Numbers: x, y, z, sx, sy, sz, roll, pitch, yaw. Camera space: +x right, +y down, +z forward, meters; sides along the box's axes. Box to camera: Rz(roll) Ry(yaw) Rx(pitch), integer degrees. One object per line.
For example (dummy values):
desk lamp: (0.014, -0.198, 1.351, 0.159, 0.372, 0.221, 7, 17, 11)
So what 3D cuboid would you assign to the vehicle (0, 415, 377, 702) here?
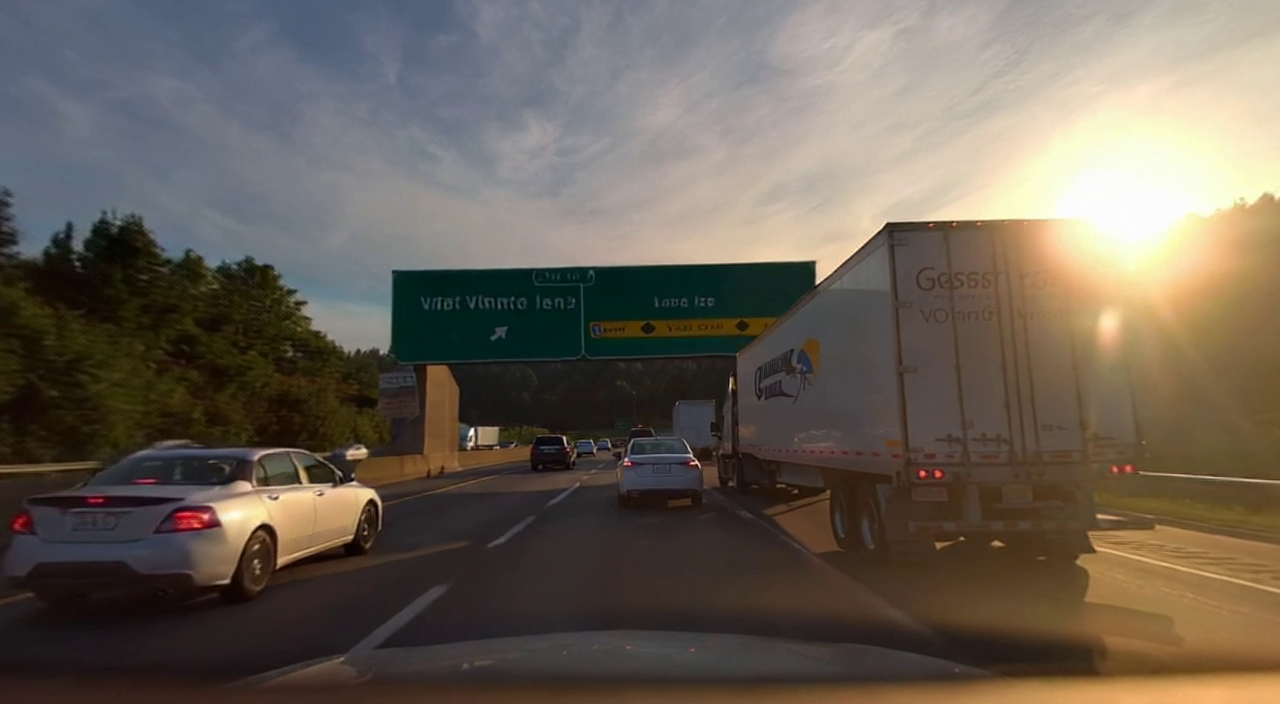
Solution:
vehicle: (-4.400, 1.398, 5.638, 2.100, 1.491, 4.676, 0, -8, 0)

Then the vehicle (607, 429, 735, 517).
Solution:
vehicle: (0.450, 2.385, 13.057, 2.200, 1.495, 4.282, 0, -8, -2)

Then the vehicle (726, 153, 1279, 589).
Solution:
vehicle: (4.344, 1.063, 13.011, 2.883, 4.070, 14.423, 0, -8, -1)

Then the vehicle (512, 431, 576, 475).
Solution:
vehicle: (-3.951, 4.235, 26.768, 2.006, 1.729, 4.447, 0, -8, 0)
